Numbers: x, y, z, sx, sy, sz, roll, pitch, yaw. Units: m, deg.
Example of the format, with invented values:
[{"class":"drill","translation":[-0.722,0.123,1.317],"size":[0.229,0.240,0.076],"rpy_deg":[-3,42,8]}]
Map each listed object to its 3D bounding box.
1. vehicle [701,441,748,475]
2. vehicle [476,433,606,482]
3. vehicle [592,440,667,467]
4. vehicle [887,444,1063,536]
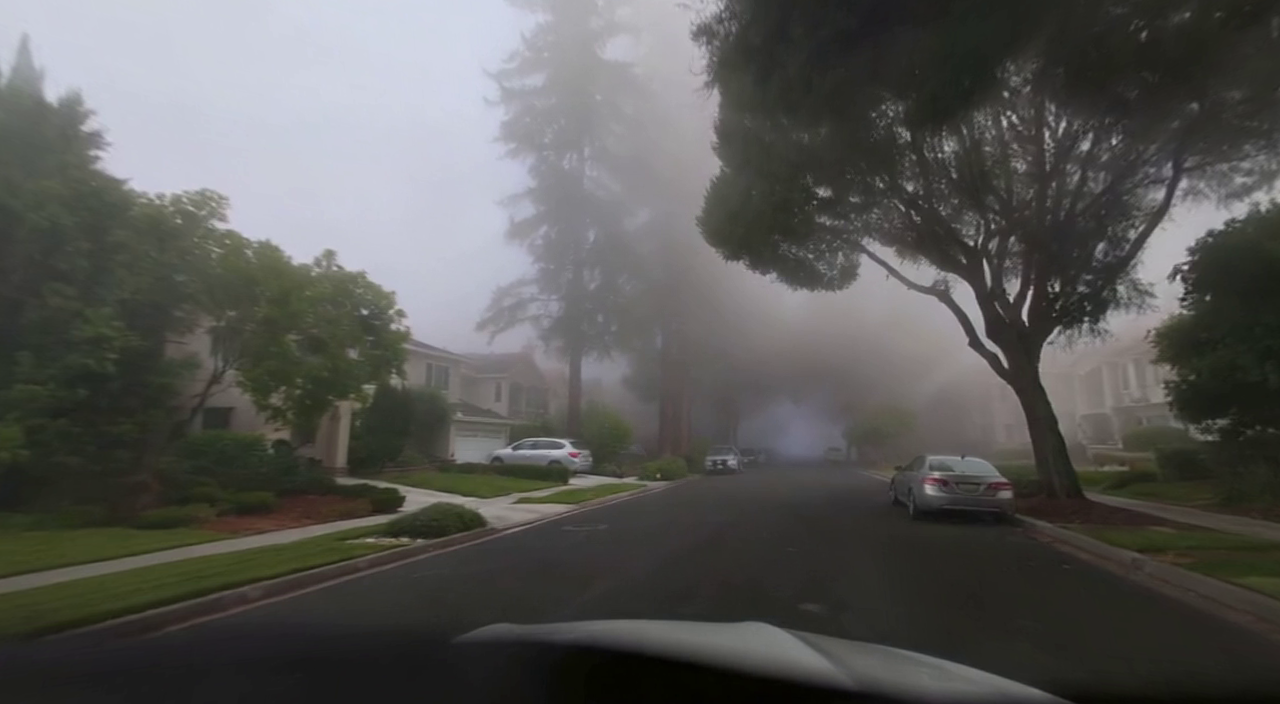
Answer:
[{"class":"vehicle","translation":[4.566,5.613,33.373],"size":[1.974,1.664,4.539],"rpy_deg":[-2,-10,13]},{"class":"vehicle","translation":[-3.783,4.010,24.238],"size":[4.480,1.740,1.988],"rpy_deg":[-3,-9,20]},{"class":"vehicle","translation":[-0.659,6.505,40.544],"size":[4.414,1.658,1.988],"rpy_deg":[-2,-9,14]},{"class":"vehicle","translation":[6.194,2.507,12.298],"size":[1.996,1.409,4.446],"rpy_deg":[-2,-9,15]}]
